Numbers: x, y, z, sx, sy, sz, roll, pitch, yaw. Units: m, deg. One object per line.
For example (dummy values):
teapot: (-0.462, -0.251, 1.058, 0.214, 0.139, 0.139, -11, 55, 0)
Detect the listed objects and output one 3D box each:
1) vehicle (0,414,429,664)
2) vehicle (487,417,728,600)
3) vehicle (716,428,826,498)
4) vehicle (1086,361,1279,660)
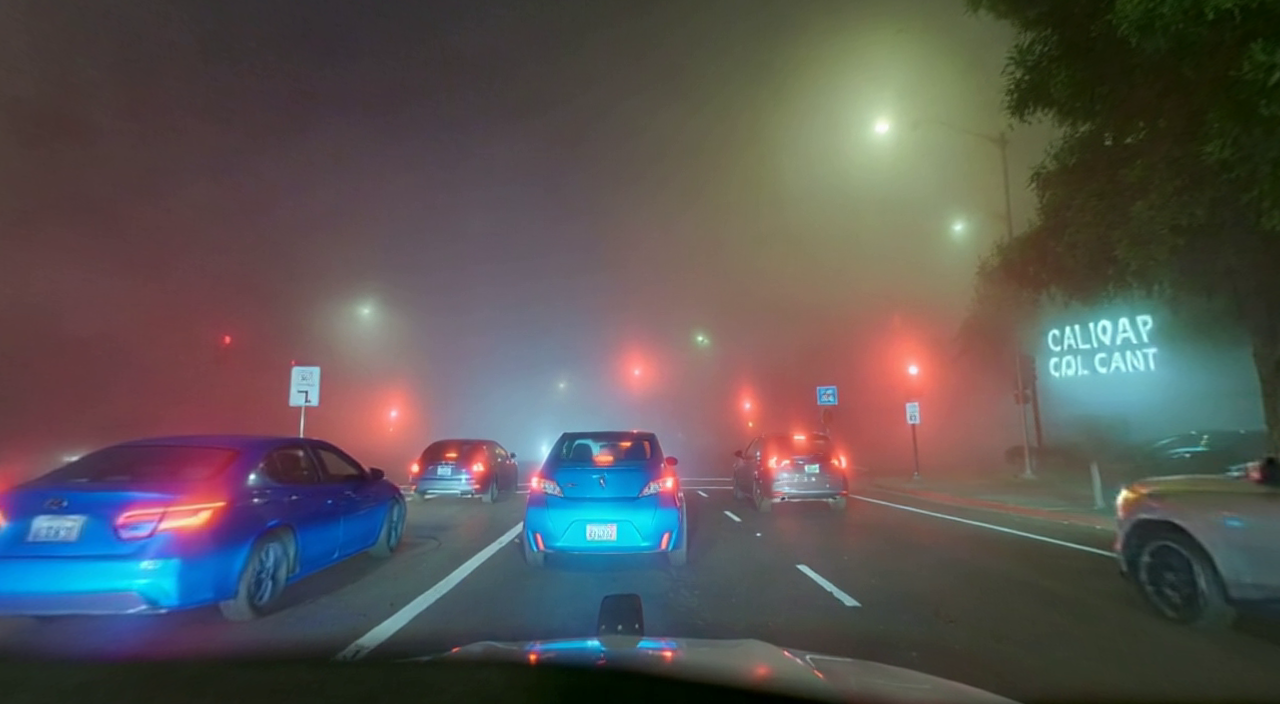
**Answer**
vehicle: (-3.795, 1.450, 6.059, 2.074, 1.485, 4.395, 0, -8, -1)
vehicle: (-0.342, 1.644, 7.552, 2.045, 1.533, 4.183, 0, -8, -2)
vehicle: (3.440, 3.011, 17.514, 2.028, 1.678, 4.220, 0, -8, -2)
vehicle: (4.841, 0.821, 2.958, 2.038, 1.750, 4.535, 0, -8, -2)
